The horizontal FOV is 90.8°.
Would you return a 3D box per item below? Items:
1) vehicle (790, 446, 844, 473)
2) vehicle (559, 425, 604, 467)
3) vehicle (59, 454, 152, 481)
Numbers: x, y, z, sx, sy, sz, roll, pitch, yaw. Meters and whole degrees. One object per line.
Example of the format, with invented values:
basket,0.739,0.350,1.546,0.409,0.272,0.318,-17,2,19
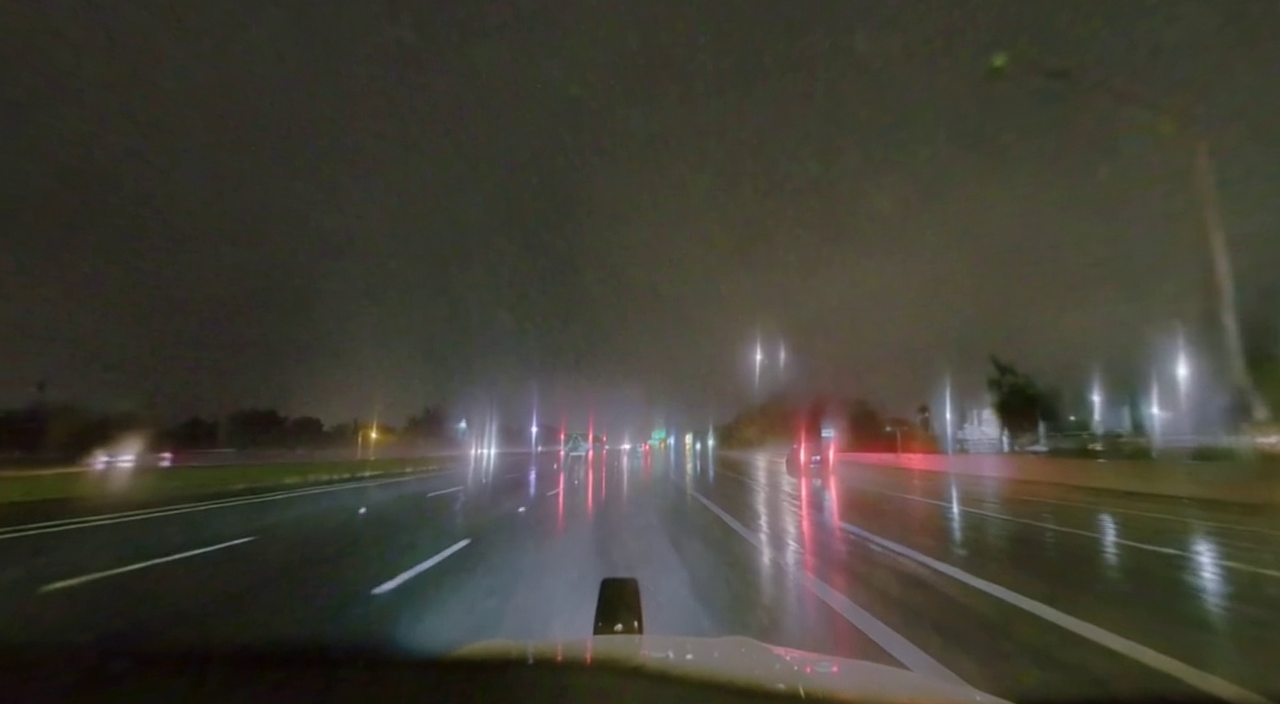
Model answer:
vehicle,10.524,6.432,37.928,2.035,1.491,4.246,0,-9,1
vehicle,-4.323,7.138,48.054,2.881,2.937,7.045,0,-9,-2
vehicle,-33.725,7.278,40.048,1.853,1.523,4.619,0,-9,0
